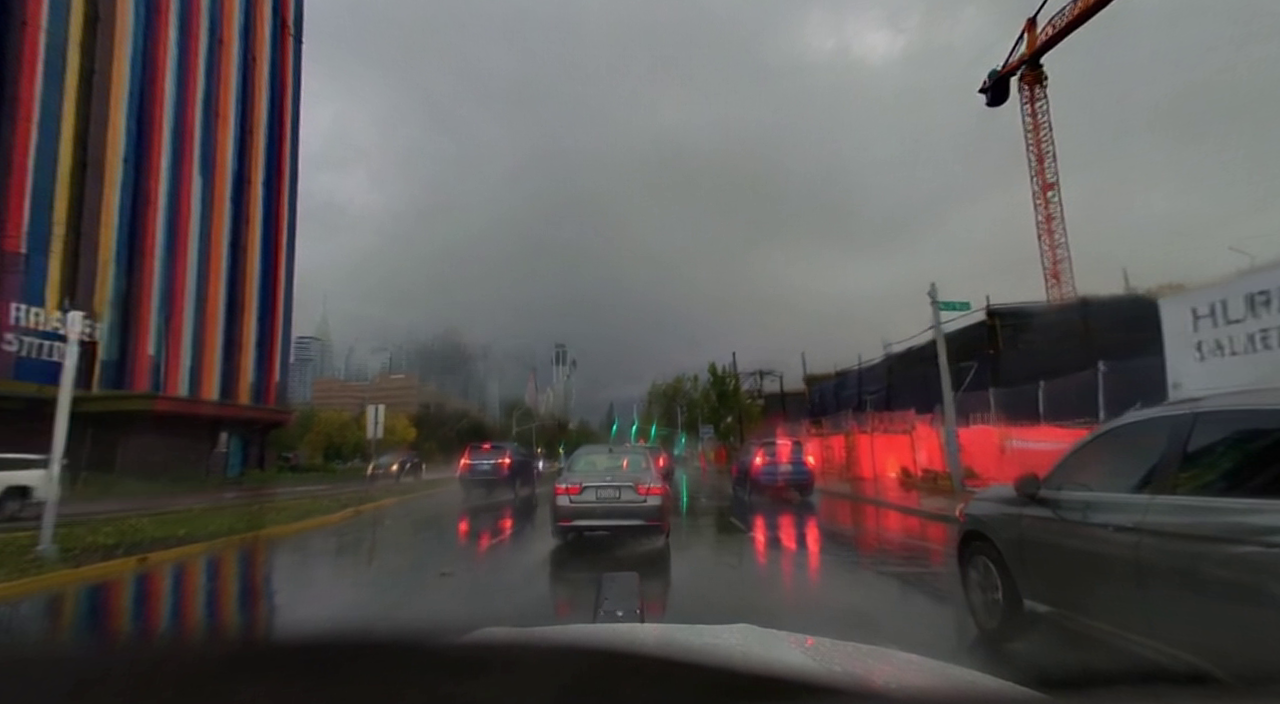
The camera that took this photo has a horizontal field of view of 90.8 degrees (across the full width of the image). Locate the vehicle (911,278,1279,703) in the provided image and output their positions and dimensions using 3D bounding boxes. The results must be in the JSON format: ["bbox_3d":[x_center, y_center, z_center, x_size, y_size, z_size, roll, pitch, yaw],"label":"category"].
[{"bbox_3d":[3.467,0.789,2.848,2.182,1.954,5.341,0,-8,1],"label":"vehicle"}]

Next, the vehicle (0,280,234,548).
[{"bbox_3d":[-9.111,1.071,10.158,2.592,3.548,3.414,-2,-9,4],"label":"vehicle"}]

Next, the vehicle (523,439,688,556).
[{"bbox_3d":[-0.399,2.200,10.328,2.131,1.496,4.193,0,-8,1],"label":"vehicle"}]

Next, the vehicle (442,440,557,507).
[{"bbox_3d":[-3.907,3.453,18.489,2.201,1.691,4.305,-1,-8,3],"label":"vehicle"}]

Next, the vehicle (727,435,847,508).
[{"bbox_3d":[3.992,3.321,18.147,2.185,1.797,4.934,0,-8,-1],"label":"vehicle"}]

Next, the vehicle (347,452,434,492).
[{"bbox_3d":[-12.422,5.994,31.883,2.136,1.764,4.855,-1,-8,4],"label":"vehicle"}]
